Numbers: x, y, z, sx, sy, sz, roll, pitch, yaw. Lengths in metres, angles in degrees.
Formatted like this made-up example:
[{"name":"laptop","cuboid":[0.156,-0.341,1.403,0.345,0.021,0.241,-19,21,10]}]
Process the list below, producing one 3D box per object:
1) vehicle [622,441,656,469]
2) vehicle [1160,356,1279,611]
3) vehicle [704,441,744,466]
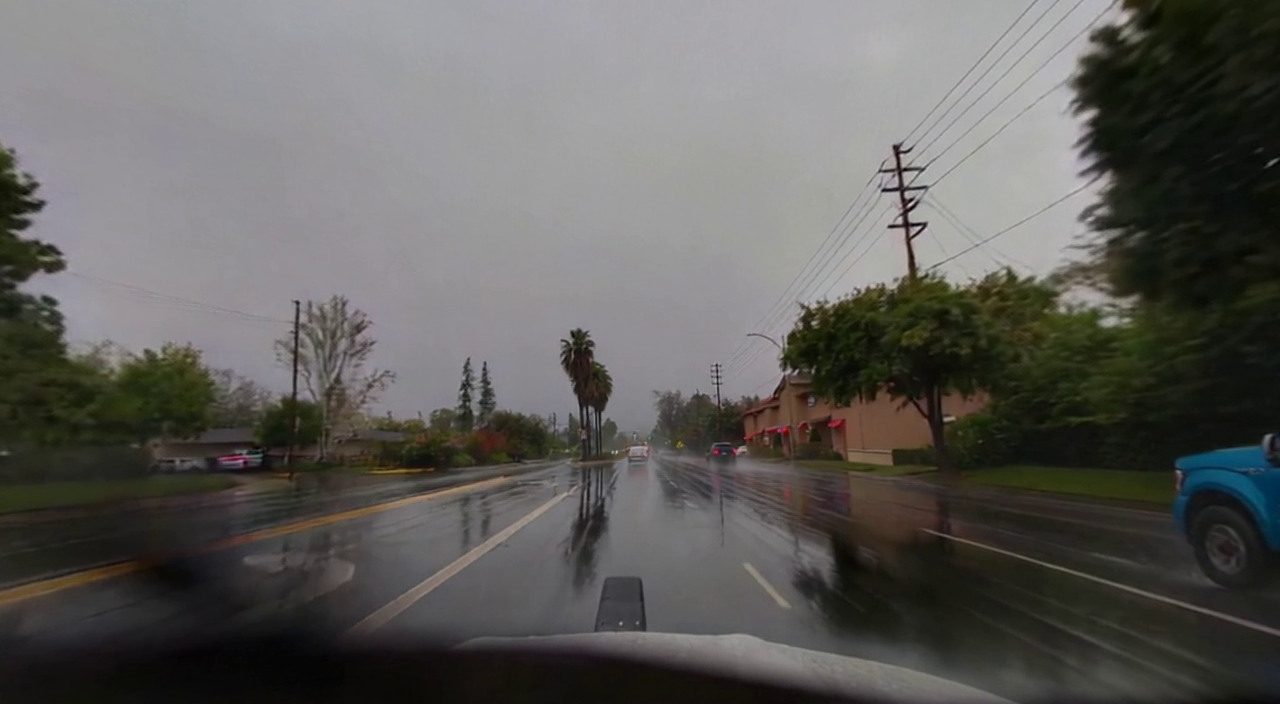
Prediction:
[{"name":"vehicle","cuboid":[-0.066,6.721,41.147,2.138,1.702,4.168,0,-9,0]},{"name":"vehicle","cuboid":[5.952,0.787,3.490,2.355,1.889,4.392,0,-9,1]},{"name":"vehicle","cuboid":[6.099,7.497,46.417,2.252,1.718,4.617,0,-9,0]}]
